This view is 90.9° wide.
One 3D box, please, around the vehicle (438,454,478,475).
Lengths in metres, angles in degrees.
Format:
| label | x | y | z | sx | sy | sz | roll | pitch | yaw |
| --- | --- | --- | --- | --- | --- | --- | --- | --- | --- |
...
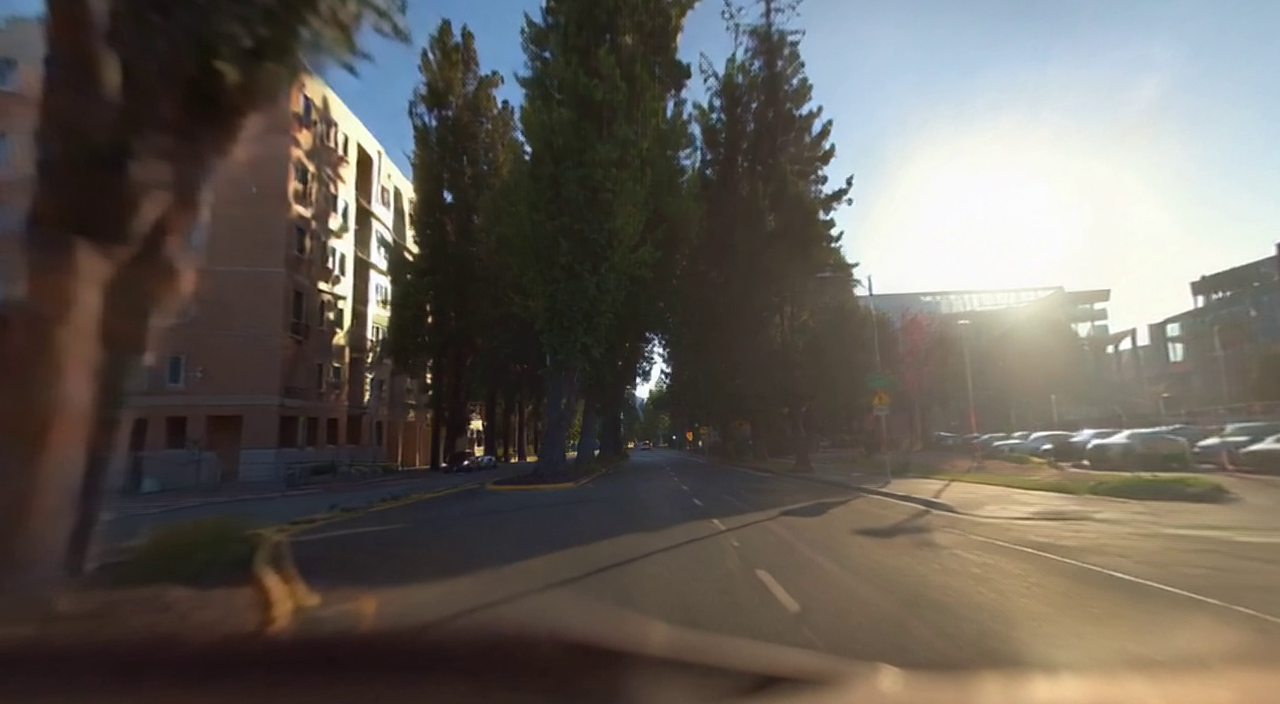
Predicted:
| label | x | y | z | sx | sy | sz | roll | pitch | yaw |
| --- | --- | --- | --- | --- | --- | --- | --- | --- | --- |
| vehicle | -13.899 | 8.578 | 48.364 | 1.835 | 1.434 | 4.325 | 0 | -8 | 0 |
